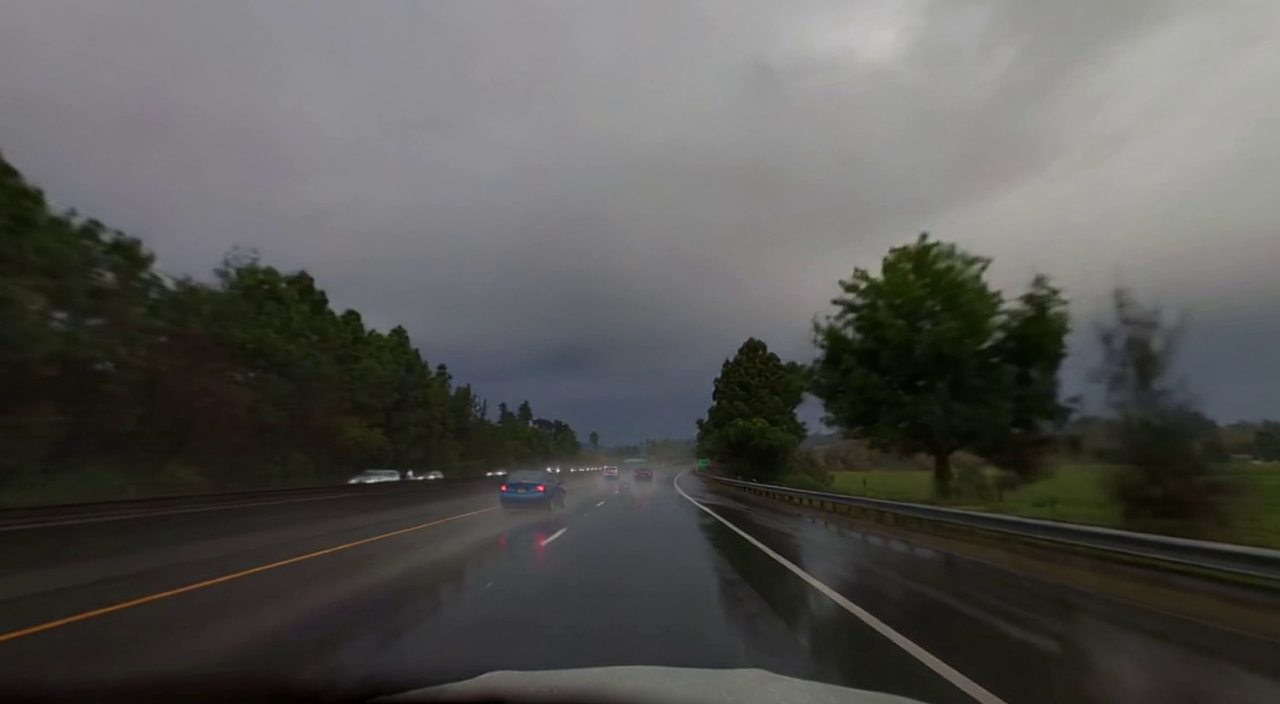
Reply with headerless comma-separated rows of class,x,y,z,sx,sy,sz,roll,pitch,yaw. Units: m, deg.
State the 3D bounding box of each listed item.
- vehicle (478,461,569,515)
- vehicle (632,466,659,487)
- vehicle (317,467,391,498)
vehicle,-3.623,4.355,20.478,2.047,1.523,4.279,0,-11,1
vehicle,0.449,9.840,49.850,2.065,1.596,3.869,1,-11,1
vehicle,-15.856,7.256,35.246,1.906,1.521,4.727,1,-11,0
